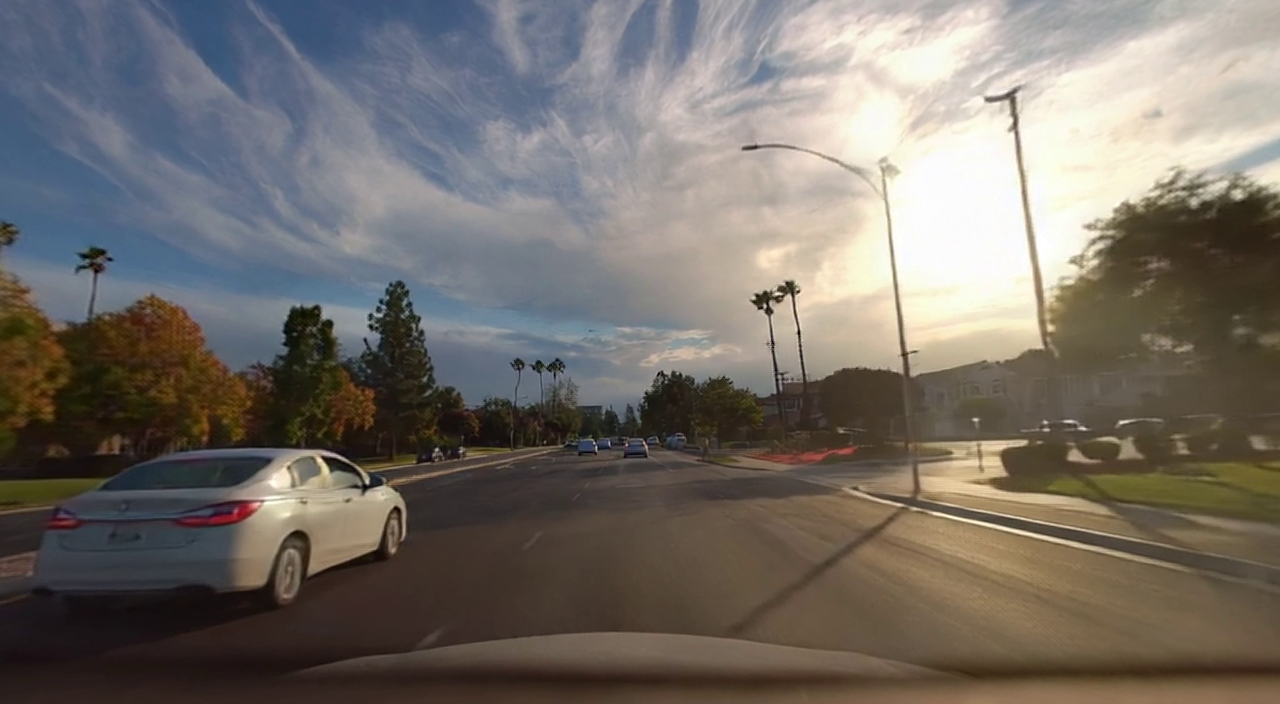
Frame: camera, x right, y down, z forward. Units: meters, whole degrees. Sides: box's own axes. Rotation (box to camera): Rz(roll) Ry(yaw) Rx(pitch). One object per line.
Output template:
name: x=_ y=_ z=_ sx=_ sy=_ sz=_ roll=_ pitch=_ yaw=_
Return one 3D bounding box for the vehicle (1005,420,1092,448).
vehicle: x=23.711 y=4.810 z=36.850 sx=1.754 sy=1.504 sz=4.090 roll=2 pitch=-9 yaw=-14

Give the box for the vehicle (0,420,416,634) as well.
vehicle: x=-4.014 y=1.542 z=6.693 sx=1.844 sy=1.451 sz=4.543 roll=0 pitch=-8 yaw=-3

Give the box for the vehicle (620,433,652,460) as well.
vehicle: x=-0.287 y=6.414 z=42.865 sx=2.043 sy=1.734 sz=4.253 roll=0 pitch=-8 yaw=-1

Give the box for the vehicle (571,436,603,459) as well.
vehicle: x=-3.800 y=6.936 z=45.910 sx=2.000 sy=1.569 sz=3.794 roll=0 pitch=-8 yaw=-1

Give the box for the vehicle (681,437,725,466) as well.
vehicle: x=3.346 y=5.397 z=34.368 sx=1.830 sy=1.451 sz=4.009 roll=0 pitch=-8 yaw=-2
